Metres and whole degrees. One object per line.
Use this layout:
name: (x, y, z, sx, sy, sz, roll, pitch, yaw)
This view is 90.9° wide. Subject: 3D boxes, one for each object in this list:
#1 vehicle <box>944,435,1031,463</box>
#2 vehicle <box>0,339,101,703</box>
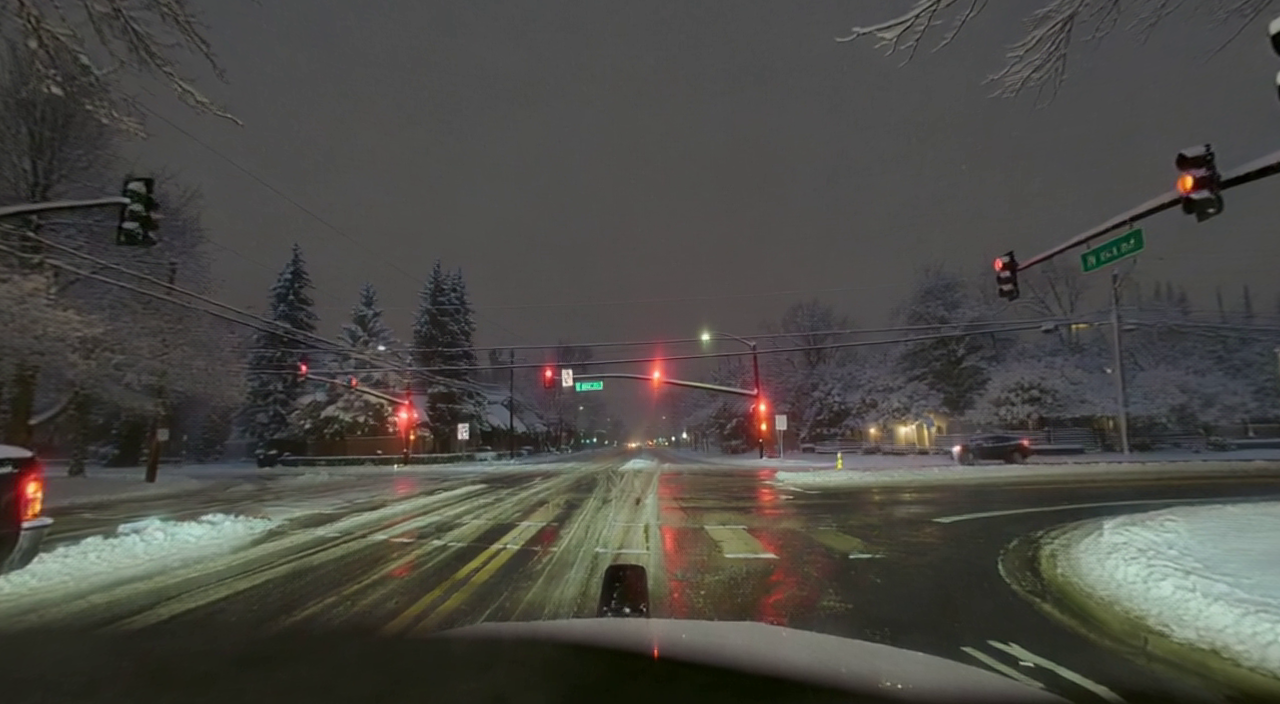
vehicle: (18.903, 5.290, 34.480, 3.952, 1.468, 1.768, -4, -9, 22)
vehicle: (-3.264, 0.532, 0.410, 1.954, 1.689, 4.347, 0, -8, 0)
